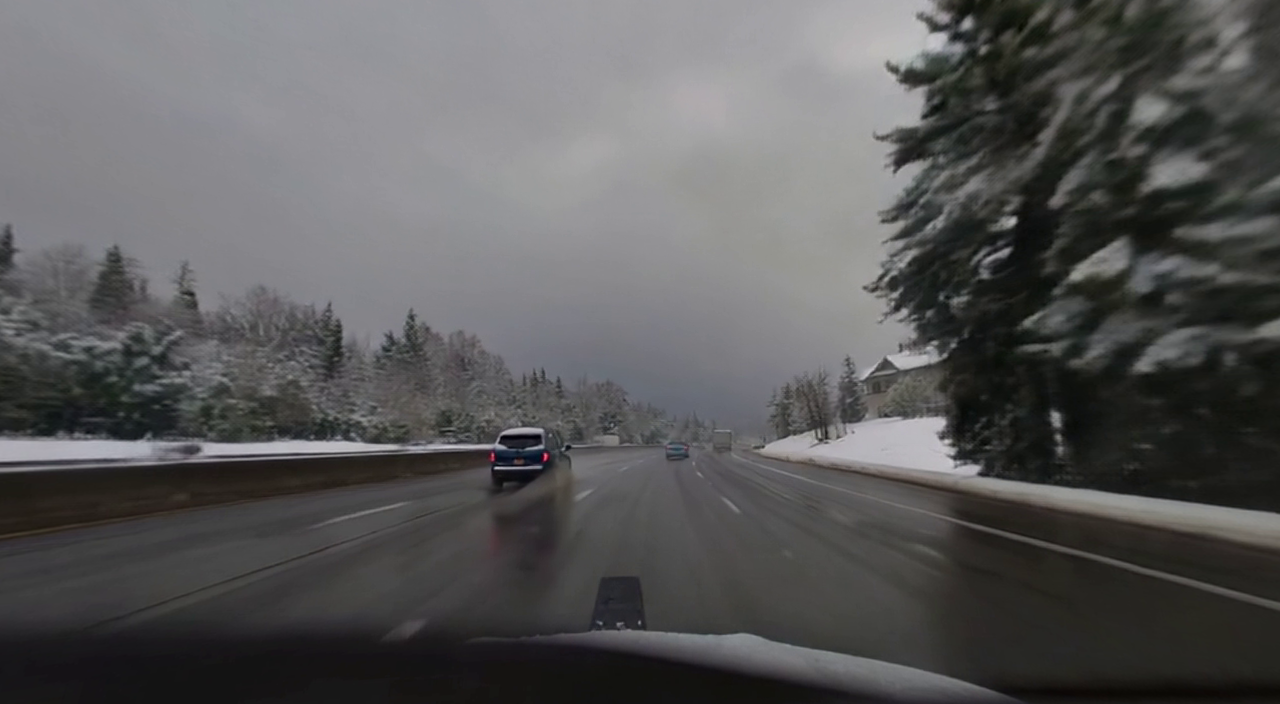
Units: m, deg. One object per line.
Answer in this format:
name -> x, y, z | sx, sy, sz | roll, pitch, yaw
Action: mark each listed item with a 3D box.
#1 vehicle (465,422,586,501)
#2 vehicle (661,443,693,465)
vehicle -> -2.888, 2.931, 17.215 | 2.185, 1.823, 4.854 | 0, -9, 3
vehicle -> 2.583, 7.012, 43.452 | 2.158, 1.458, 3.656 | -1, -9, 5
